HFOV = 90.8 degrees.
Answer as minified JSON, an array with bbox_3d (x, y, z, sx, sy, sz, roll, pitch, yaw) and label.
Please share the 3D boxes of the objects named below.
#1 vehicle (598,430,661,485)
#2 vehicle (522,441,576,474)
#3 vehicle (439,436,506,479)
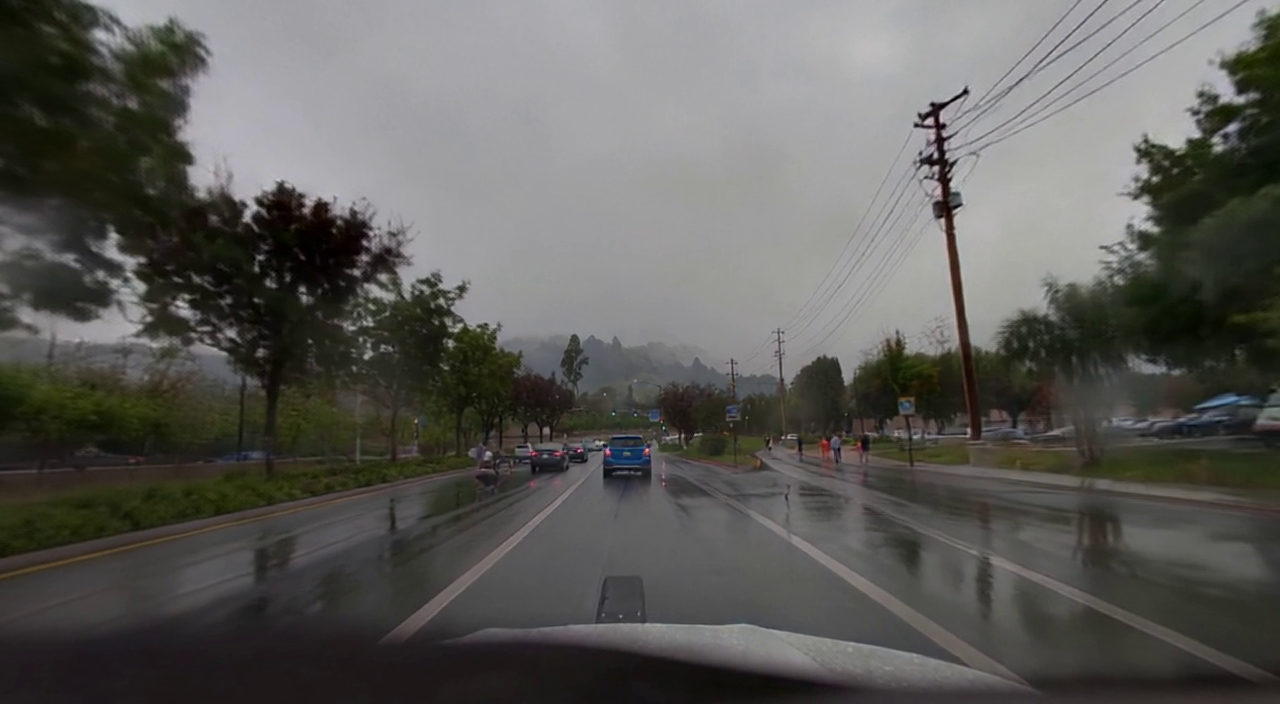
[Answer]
[{"bbox_3d":[-0.405,3.690,22.341,2.012,1.769,3.897,0,-9,-2],"label":"vehicle"},{"bbox_3d":[-4.360,5.116,30.882,2.087,1.485,4.452,0,-8,-2],"label":"vehicle"},{"bbox_3d":[-6.986,4.429,26.750,1.860,1.634,4.089,0,-9,-3],"label":"vehicle"}]
